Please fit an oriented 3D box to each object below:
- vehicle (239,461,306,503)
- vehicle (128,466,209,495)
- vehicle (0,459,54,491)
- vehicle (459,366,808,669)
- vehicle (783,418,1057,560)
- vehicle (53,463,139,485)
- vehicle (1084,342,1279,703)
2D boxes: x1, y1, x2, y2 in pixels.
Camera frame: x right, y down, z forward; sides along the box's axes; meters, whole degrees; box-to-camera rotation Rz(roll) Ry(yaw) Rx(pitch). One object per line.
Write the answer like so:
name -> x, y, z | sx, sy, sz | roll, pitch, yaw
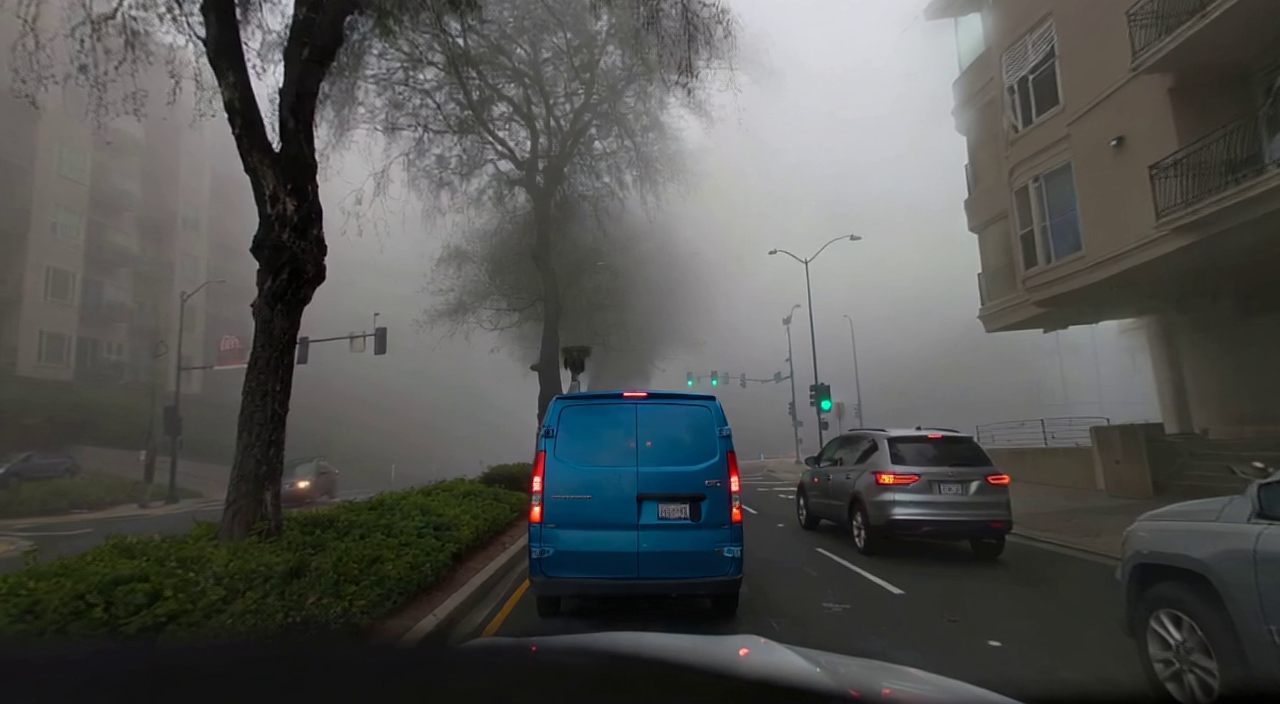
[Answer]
vehicle -> -15.403, 5.409, 26.648 | 1.852, 1.485, 4.428 | 3, -9, -23
vehicle -> -33.253, 9.065, 44.532 | 4.292, 1.492, 1.772 | -6, -14, -1
vehicle -> -35.472, 6.851, 35.146 | 3.843, 1.680, 1.782 | -1, -9, 4
vehicle -> -0.030, 1.323, 6.044 | 2.101, 1.828, 4.270 | 0, -9, 0
vehicle -> 3.925, 2.005, 10.021 | 2.061, 1.676, 4.734 | 0, -9, -2
vehicle -> -38.458, 8.630, 44.638 | 4.396, 1.458, 1.809 | -1, -9, 2
vehicle -> 3.810, 0.693, 1.742 | 2.157, 1.748, 4.130 | 0, -9, 1
